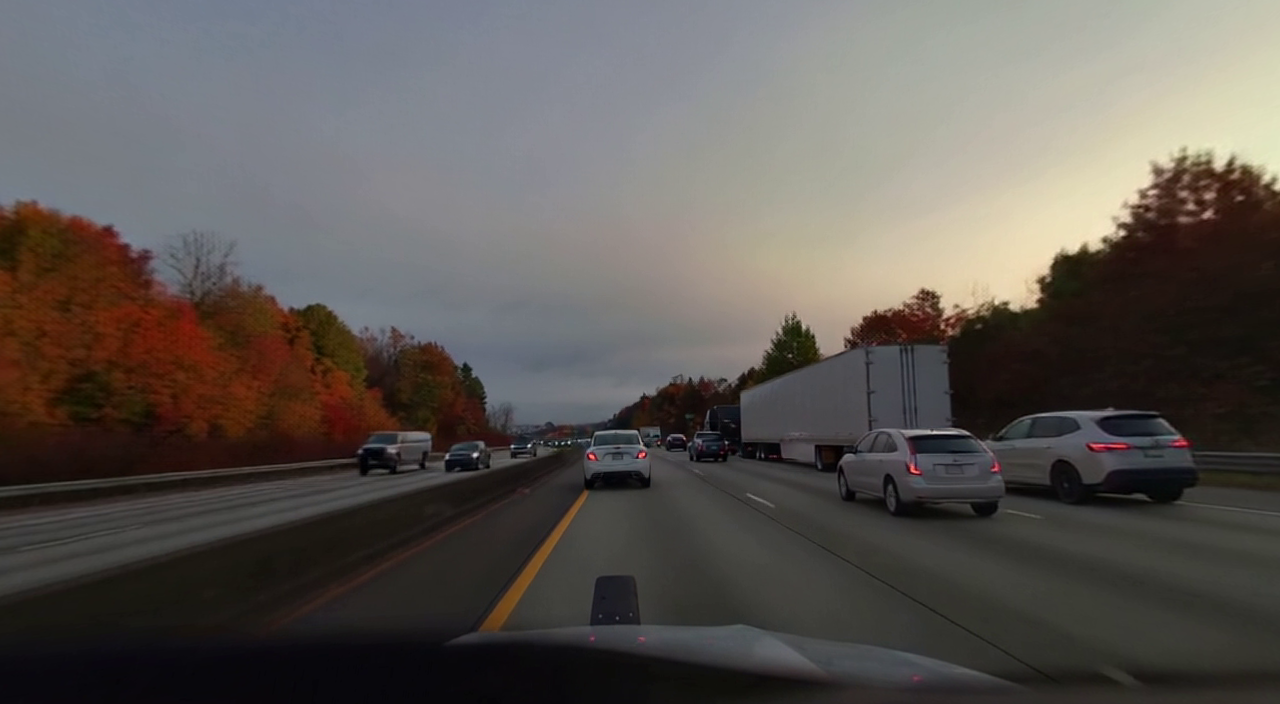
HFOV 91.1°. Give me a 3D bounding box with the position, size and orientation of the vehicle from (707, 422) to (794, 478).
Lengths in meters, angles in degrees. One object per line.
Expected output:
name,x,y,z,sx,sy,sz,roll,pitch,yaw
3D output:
vehicle,3.641,3.307,21.453,2.147,1.707,3.963,0,-8,-2

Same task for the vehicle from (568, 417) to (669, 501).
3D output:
vehicle,-0.490,2.523,15.331,2.087,1.709,4.455,0,-8,-1

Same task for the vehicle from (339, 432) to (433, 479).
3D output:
vehicle,-11.940,4.869,30.036,2.338,2.059,5.149,0,-8,-1

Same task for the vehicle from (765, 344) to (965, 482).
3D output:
vehicle,7.963,2.668,25.376,2.867,4.066,13.802,0,-7,0

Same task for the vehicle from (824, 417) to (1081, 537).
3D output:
vehicle,4.629,1.889,10.183,2.040,1.523,4.068,0,-8,-1

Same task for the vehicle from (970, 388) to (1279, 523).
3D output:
vehicle,8.516,1.834,11.656,2.116,1.965,4.691,0,-8,-1

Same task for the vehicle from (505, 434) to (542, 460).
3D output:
vehicle,-8.877,7.269,48.232,2.152,1.903,4.339,0,-8,-1

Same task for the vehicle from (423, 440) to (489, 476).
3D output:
vehicle,-8.402,4.850,29.116,1.872,1.521,3.962,0,-8,0
